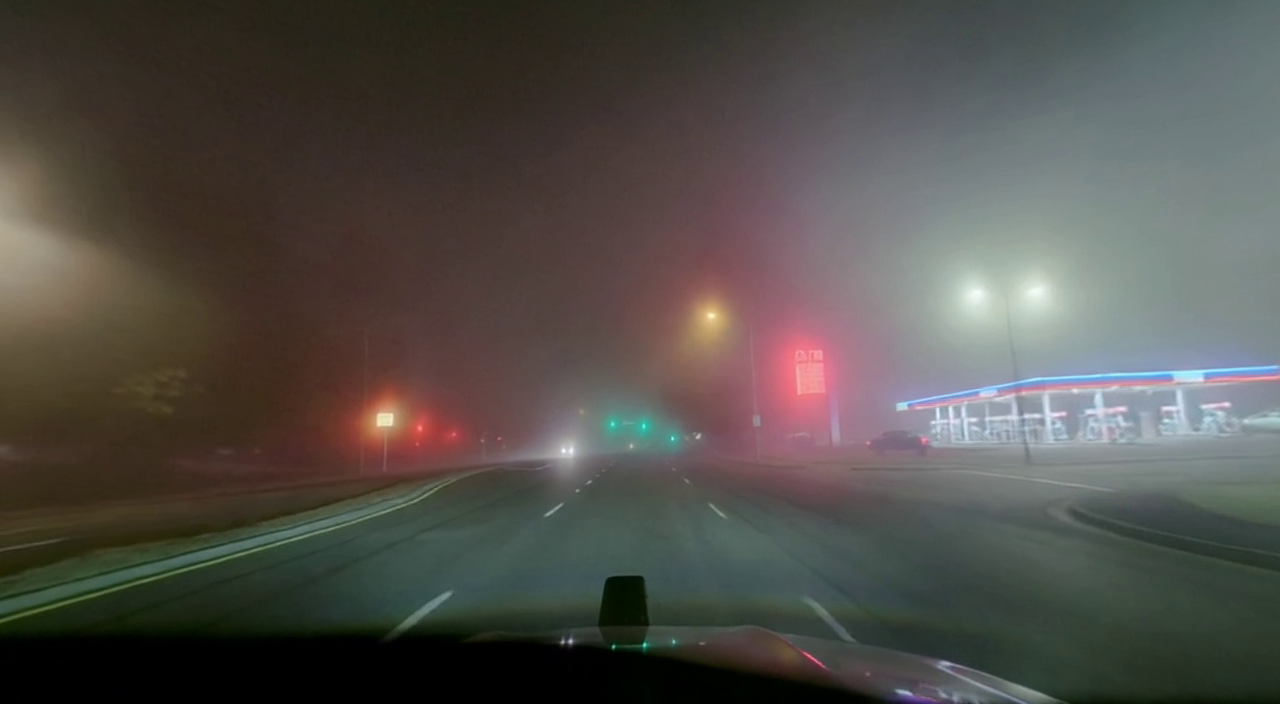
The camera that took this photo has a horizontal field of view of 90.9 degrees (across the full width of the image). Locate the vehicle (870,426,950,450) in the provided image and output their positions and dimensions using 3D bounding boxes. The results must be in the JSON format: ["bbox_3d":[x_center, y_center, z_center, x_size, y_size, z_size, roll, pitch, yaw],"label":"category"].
[{"bbox_3d":[18.357,5.882,42.886,4.812,1.567,2.123,-4,-9,24],"label":"vehicle"}]
